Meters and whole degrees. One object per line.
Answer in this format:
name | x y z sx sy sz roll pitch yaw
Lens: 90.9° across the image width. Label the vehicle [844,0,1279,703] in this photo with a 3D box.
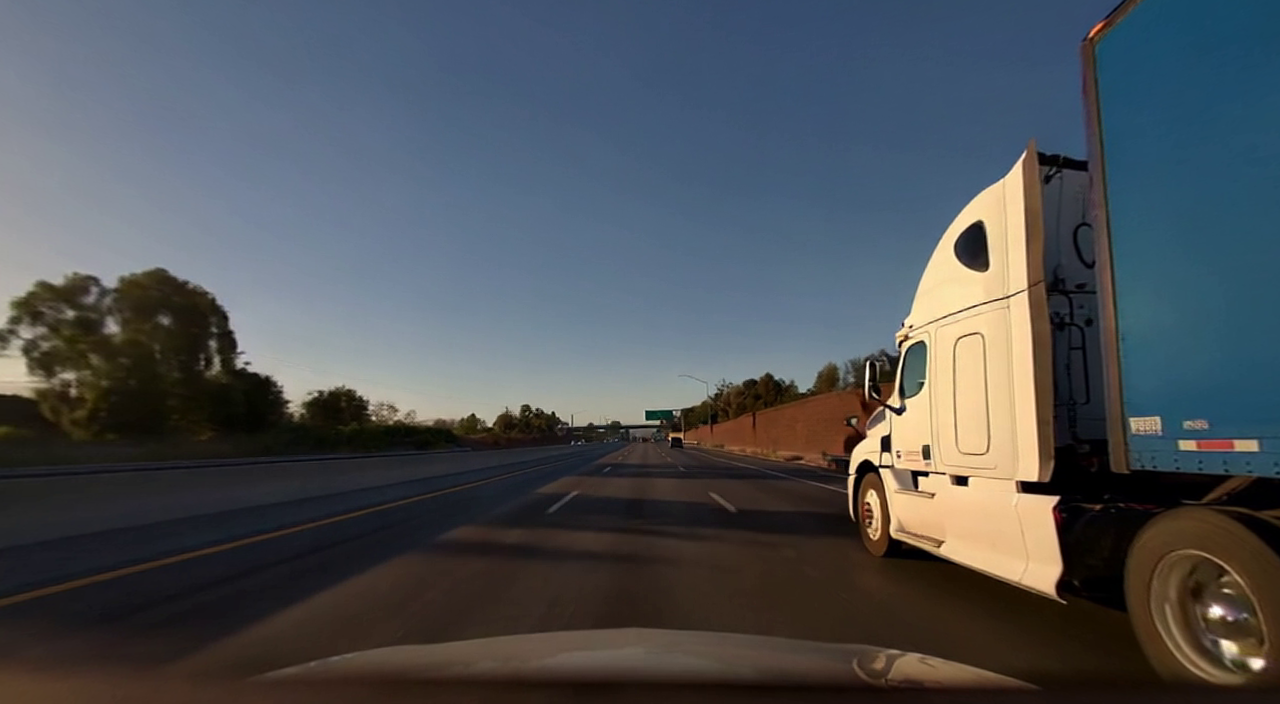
vehicle | 3.722 -0.256 2.049 3.012 3.768 8.945 0 -8 0
